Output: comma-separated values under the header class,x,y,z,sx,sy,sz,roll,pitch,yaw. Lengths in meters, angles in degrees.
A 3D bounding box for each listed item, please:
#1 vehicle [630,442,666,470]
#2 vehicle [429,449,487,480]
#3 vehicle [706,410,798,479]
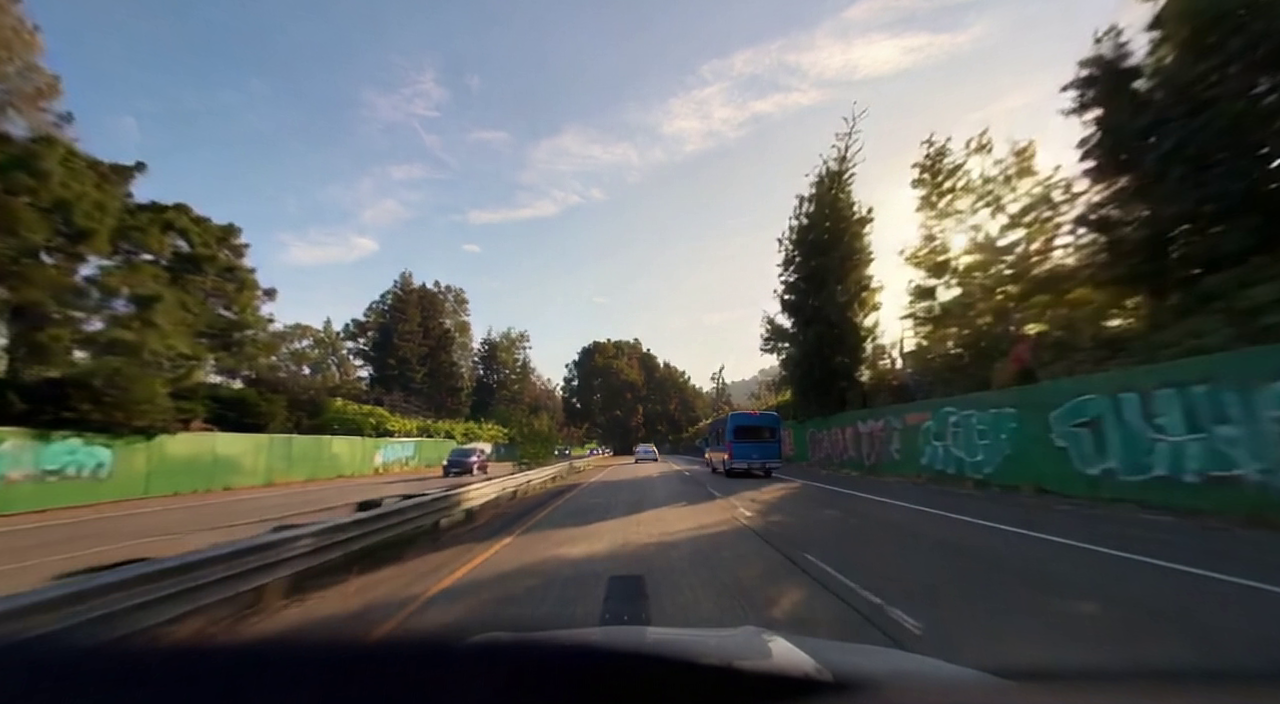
class,x,y,z,sx,sy,sz,roll,pitch,yaw
vehicle,0.484,6.167,37.629,2.030,1.572,4.067,0,-8,0
vehicle,-9.598,5.966,33.546,1.823,1.483,3.991,0,-8,1
vehicle,4.777,4.159,28.327,2.712,2.659,6.992,0,-8,-1
